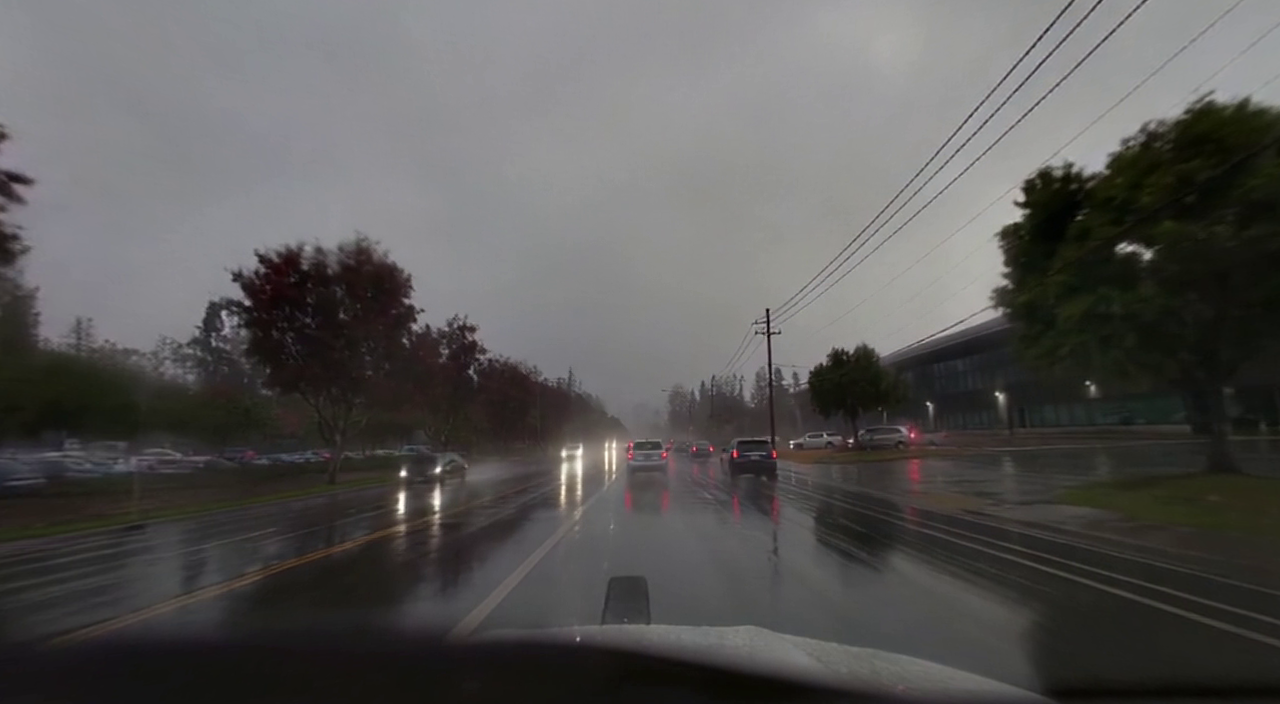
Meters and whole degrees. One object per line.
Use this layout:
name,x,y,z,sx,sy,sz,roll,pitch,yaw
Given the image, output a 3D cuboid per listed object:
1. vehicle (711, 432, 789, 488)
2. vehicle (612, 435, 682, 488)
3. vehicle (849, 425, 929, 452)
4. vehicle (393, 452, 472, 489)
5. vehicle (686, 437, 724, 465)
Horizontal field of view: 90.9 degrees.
vehicle,3.602,3.626,21.420,1.914,1.698,4.049,0,-8,0
vehicle,0.245,3.759,21.951,2.200,1.653,4.127,0,-8,1
vehicle,16.294,5.678,41.357,4.392,1.709,2.002,0,-9,-1
vehicle,-9.482,5.426,29.205,2.040,1.507,4.598,0,-8,1
vehicle,4.214,6.530,41.582,2.024,1.711,4.512,0,-8,0
